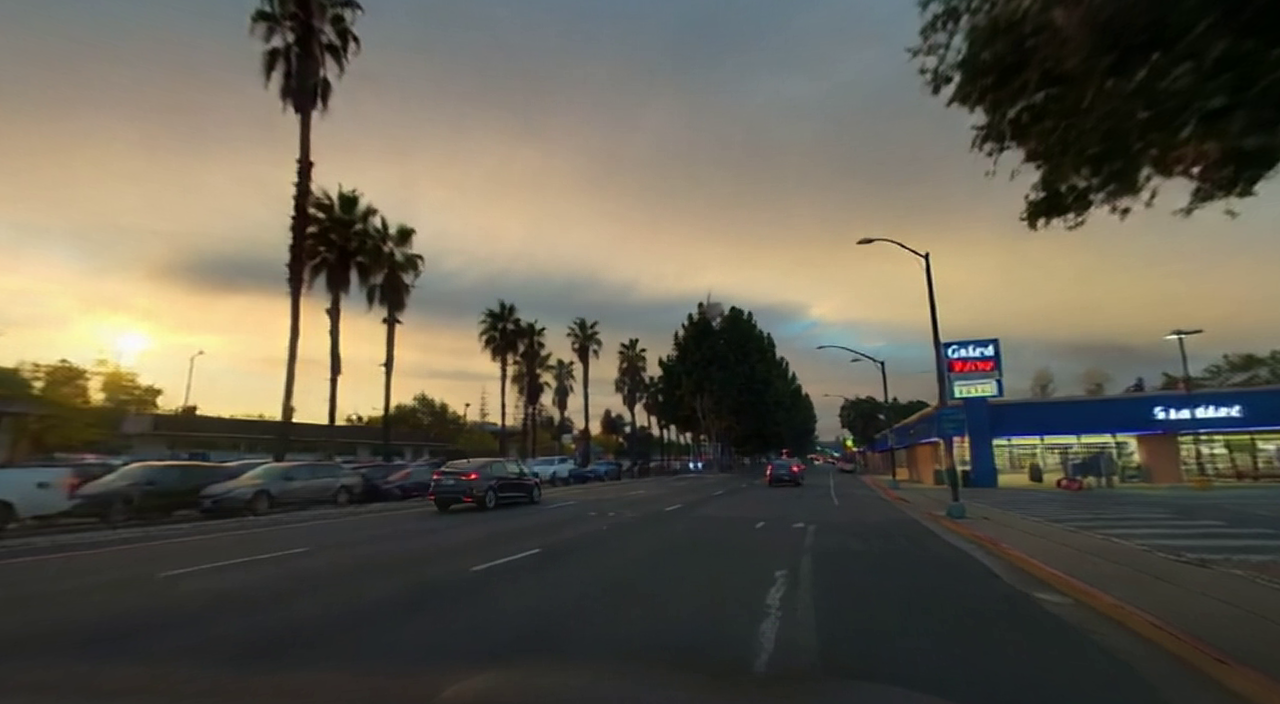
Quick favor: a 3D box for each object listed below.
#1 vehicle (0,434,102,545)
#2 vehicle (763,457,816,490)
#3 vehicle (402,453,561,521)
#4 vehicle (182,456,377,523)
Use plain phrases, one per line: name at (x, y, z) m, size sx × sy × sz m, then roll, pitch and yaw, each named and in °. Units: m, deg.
vehicle at (-11.878, 2.161, 9.778) m, size 1.989 × 1.792 × 4.884 m, roll -5°, pitch -13°, yaw 16°
vehicle at (7.879, 6.263, 32.750) m, size 2.139 × 1.461 × 4.918 m, roll -3°, pitch -9°, yaw 19°
vehicle at (-4.041, 3.504, 17.002) m, size 2.090 × 1.520 × 4.452 m, roll -2°, pitch -9°, yaw 17°
vehicle at (-9.442, 3.588, 16.988) m, size 1.837 × 1.468 × 4.389 m, roll -2°, pitch -9°, yaw 18°
